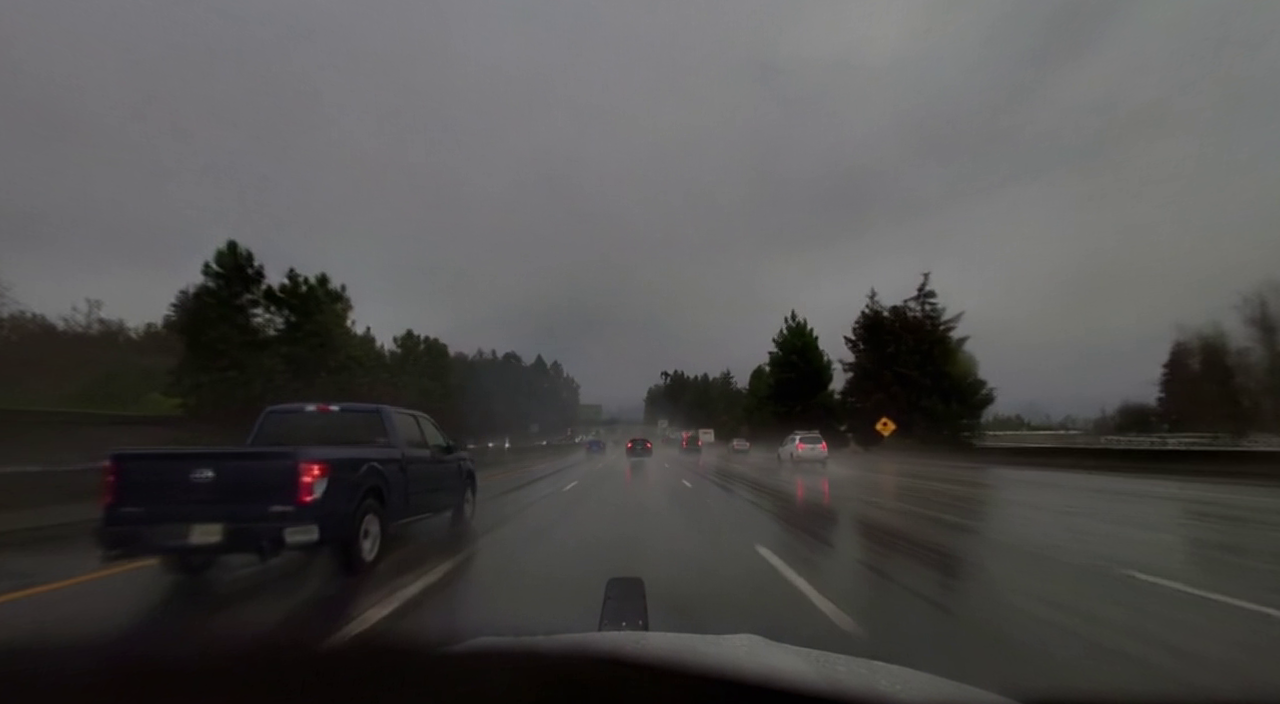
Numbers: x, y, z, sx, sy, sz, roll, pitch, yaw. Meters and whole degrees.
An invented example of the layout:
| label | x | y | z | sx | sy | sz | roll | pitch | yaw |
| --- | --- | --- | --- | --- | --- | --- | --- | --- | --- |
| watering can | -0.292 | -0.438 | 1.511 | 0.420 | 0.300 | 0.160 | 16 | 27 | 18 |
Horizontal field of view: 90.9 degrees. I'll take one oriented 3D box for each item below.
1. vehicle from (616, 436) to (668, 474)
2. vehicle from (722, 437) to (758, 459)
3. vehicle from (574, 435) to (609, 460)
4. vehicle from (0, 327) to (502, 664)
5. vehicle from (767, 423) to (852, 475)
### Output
| label | x | y | z | sx | sy | sz | roll | pitch | yaw |
| --- | --- | --- | --- | --- | --- | --- | --- | --- | --- |
| vehicle | 0.087 | 4.380 | 27.046 | 2.071 | 1.464 | 4.162 | 0 | -8 | 0 |
| vehicle | 7.229 | 6.993 | 45.951 | 1.894 | 1.511 | 4.148 | 0 | -8 | -1 |
| vehicle | -3.396 | 6.778 | 44.867 | 2.140 | 1.720 | 4.410 | 0 | -8 | 0 |
| vehicle | -3.423 | 1.249 | 6.667 | 2.487 | 1.979 | 5.742 | 0 | -8 | 2 |
| vehicle | 6.885 | 4.012 | 26.285 | 2.094 | 1.916 | 5.099 | 0 | -8 | 0 |
